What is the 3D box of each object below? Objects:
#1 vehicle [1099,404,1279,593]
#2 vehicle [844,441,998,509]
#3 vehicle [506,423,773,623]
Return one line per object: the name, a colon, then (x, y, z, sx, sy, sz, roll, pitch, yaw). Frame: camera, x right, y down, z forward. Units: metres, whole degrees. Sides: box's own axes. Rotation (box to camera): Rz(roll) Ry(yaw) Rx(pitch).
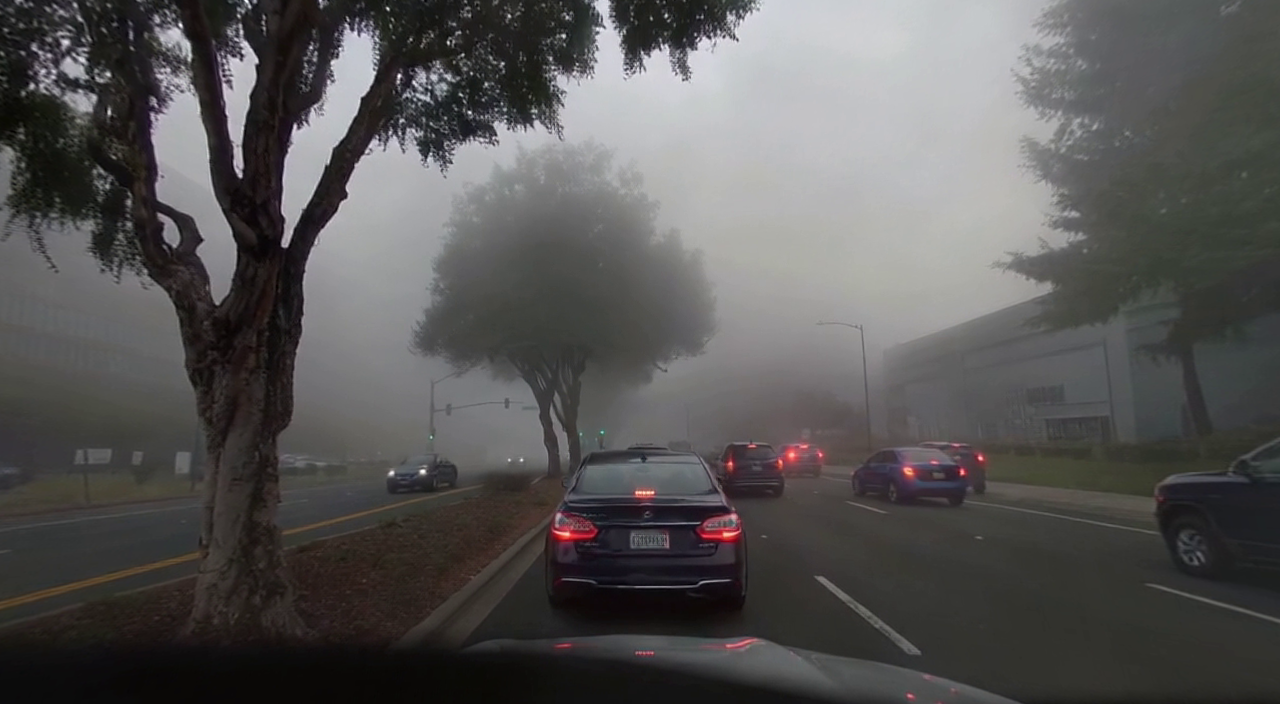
vehicle: (6.908, 1.349, 5.783, 1.988, 1.727, 4.584, 0, -8, 1)
vehicle: (6.917, 3.040, 16.136, 1.911, 1.468, 4.417, 0, -8, 0)
vehicle: (-0.030, 1.593, 6.931, 1.977, 1.465, 4.376, 0, -8, -1)
